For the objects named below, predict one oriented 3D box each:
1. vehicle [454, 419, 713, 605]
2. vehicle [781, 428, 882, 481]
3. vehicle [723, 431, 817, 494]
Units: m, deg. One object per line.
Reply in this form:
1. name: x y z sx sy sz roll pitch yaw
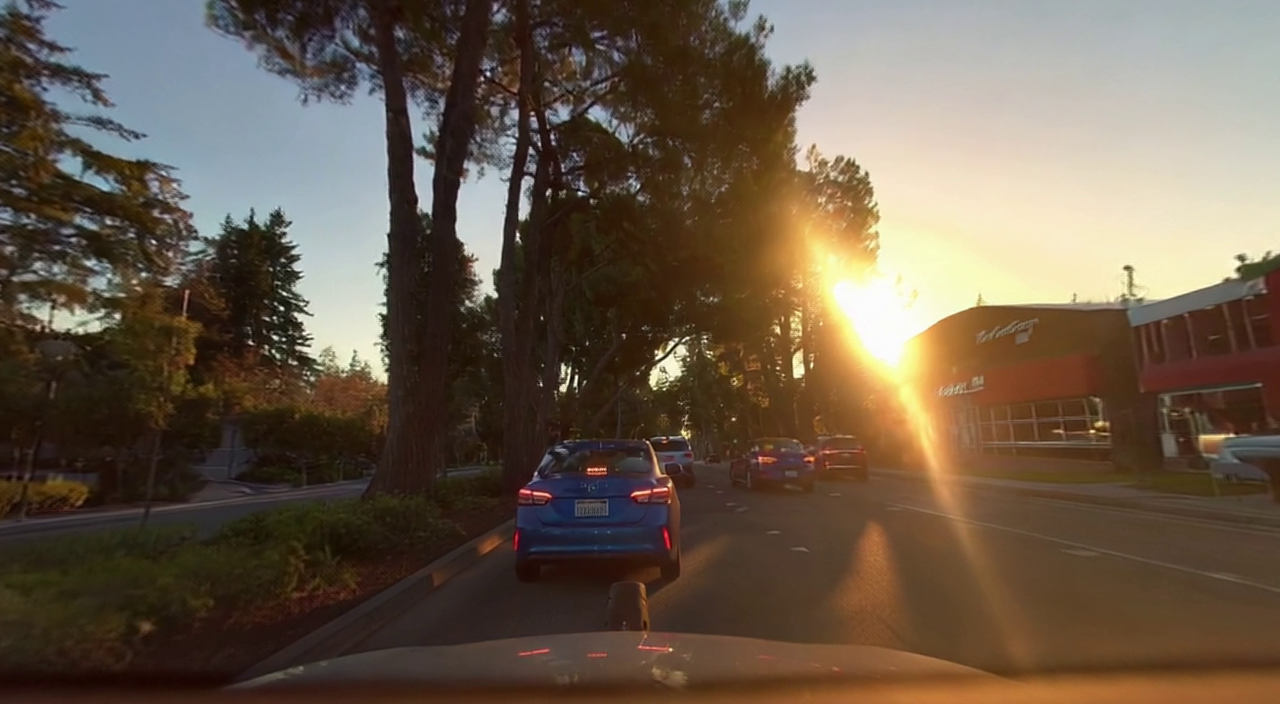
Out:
1. vehicle: -0.488 1.612 7.222 2.111 1.506 4.018 0 -8 -1
2. vehicle: 7.394 4.021 24.915 2.253 1.854 5.409 0 -8 0
3. vehicle: 3.751 3.266 18.907 1.946 1.648 4.230 0 -8 0
